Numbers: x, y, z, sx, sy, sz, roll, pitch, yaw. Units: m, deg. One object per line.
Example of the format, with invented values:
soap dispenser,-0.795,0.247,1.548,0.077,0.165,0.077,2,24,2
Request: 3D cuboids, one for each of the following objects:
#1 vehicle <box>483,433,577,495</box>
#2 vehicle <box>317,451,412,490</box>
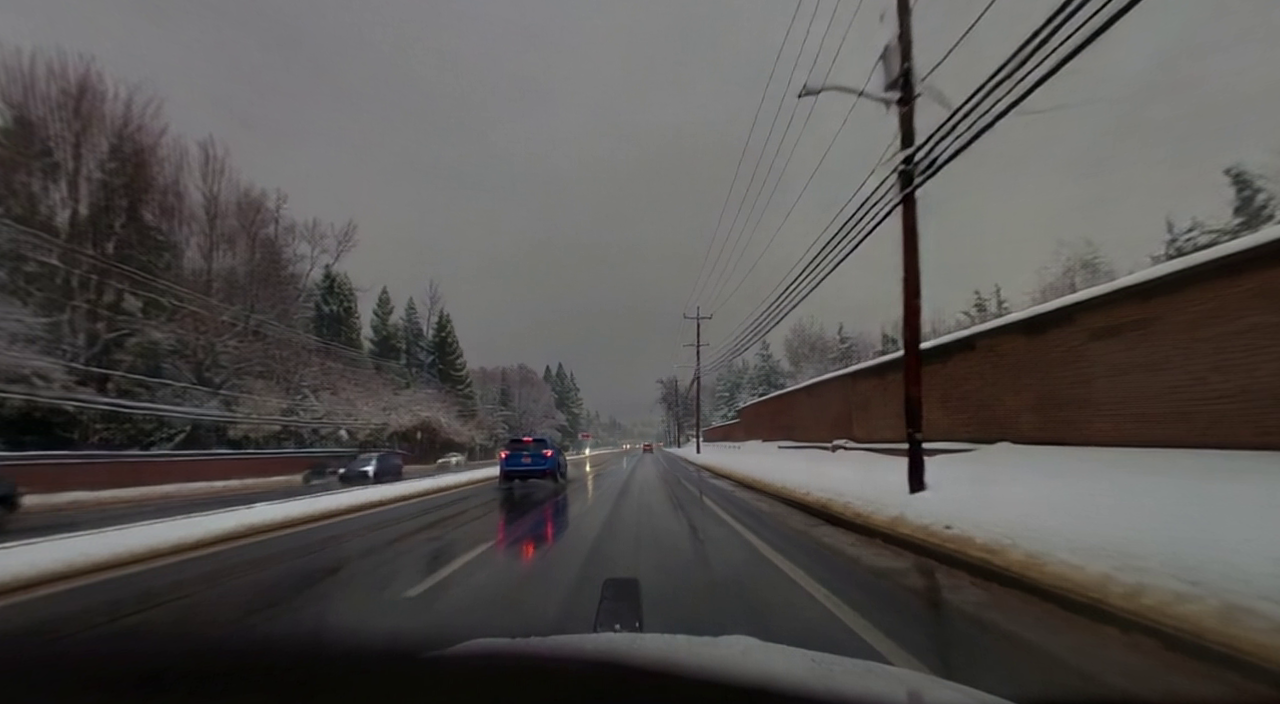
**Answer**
vehicle,-3.356,3.516,20.198,2.147,1.730,4.555,0,-8,1
vehicle,-12.007,5.164,27.828,1.988,1.494,4.693,0,-8,1
